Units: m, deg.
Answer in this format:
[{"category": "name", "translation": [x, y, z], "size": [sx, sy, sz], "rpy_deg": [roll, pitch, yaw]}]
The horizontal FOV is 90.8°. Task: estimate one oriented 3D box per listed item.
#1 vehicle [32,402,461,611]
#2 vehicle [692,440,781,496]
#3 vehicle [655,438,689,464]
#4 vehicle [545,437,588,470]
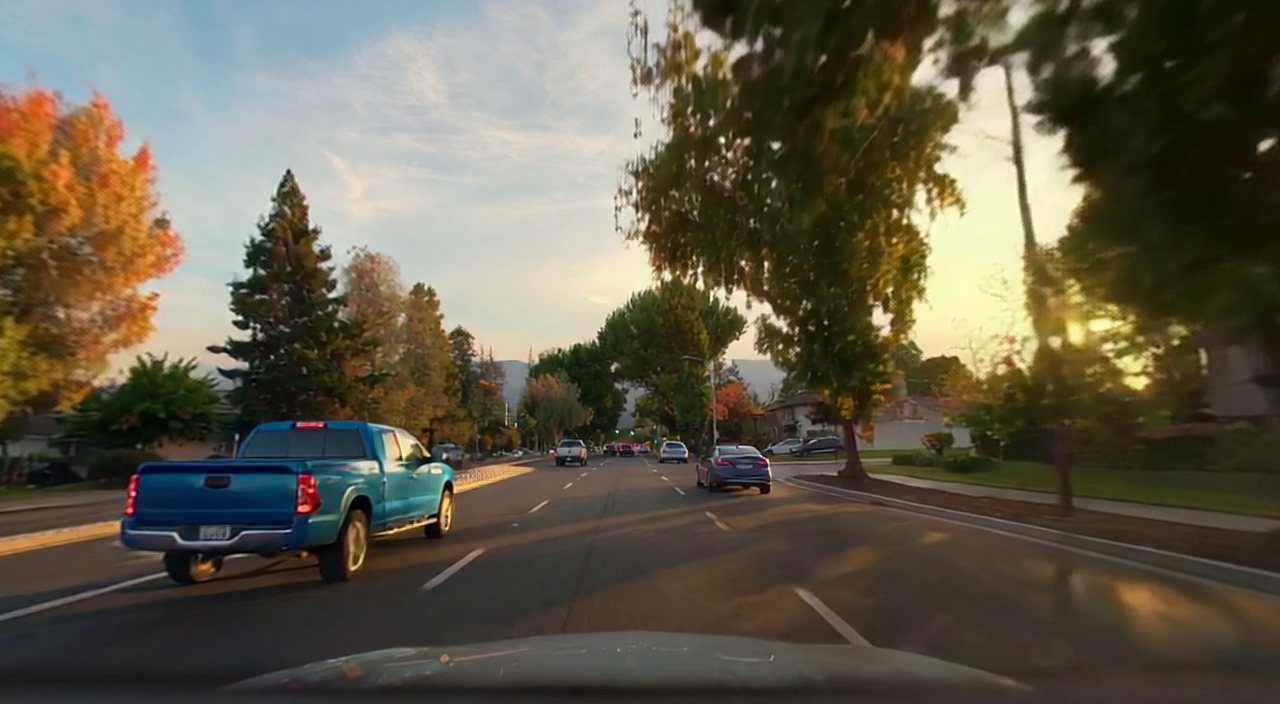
[{"category": "vehicle", "translation": [-4.076, 1.683, 8.041], "size": [2.111, 1.745, 5.274], "rpy_deg": [0, -8, -1]}, {"category": "vehicle", "translation": [2.760, 3.418, 19.094], "size": [1.884, 1.463, 4.195], "rpy_deg": [0, -8, -2]}, {"category": "vehicle", "translation": [2.386, 7.435, 47.649], "size": [2.099, 1.845, 4.363], "rpy_deg": [0, -8, -3]}, {"category": "vehicle", "translation": [-4.438, 6.202, 38.811], "size": [2.218, 1.829, 4.492], "rpy_deg": [0, -8, -1]}]
